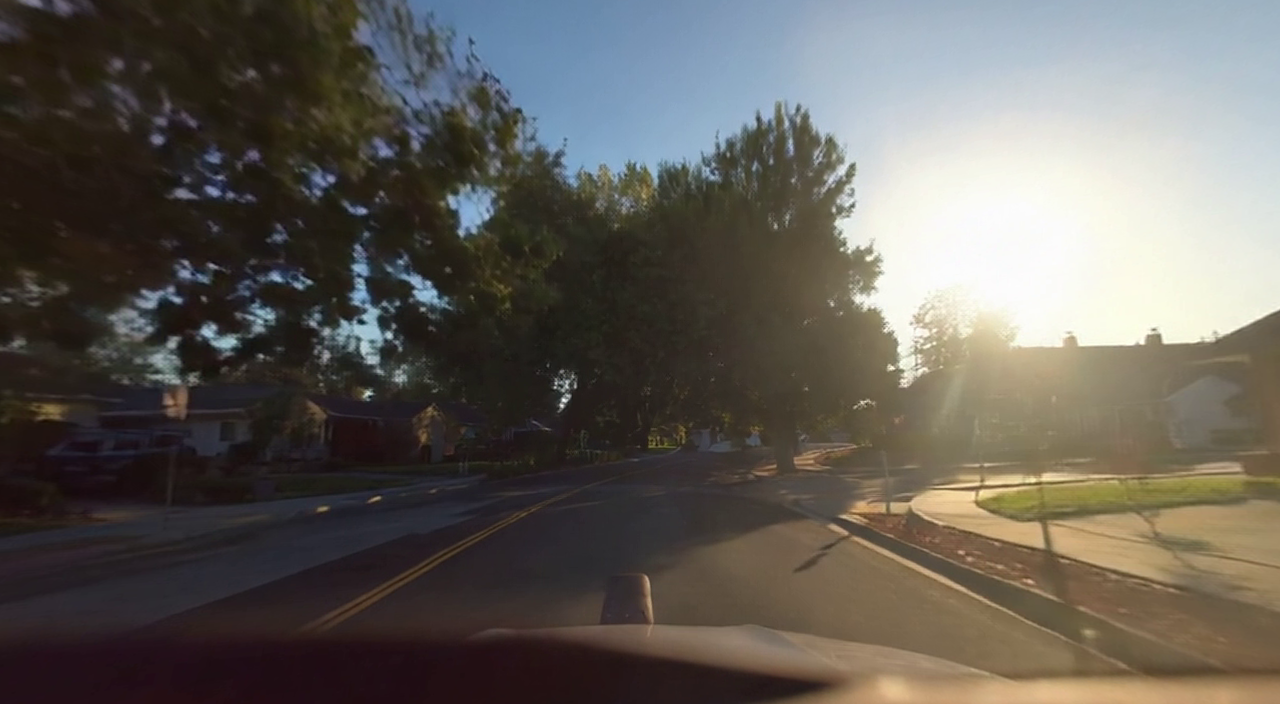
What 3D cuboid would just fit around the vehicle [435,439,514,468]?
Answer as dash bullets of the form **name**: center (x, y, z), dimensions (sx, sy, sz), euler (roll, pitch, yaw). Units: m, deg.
- **vehicle**: center (-10.049, 6.163, 38.456), dimensions (4.485, 1.663, 2.111), euler (2, -9, -13)
